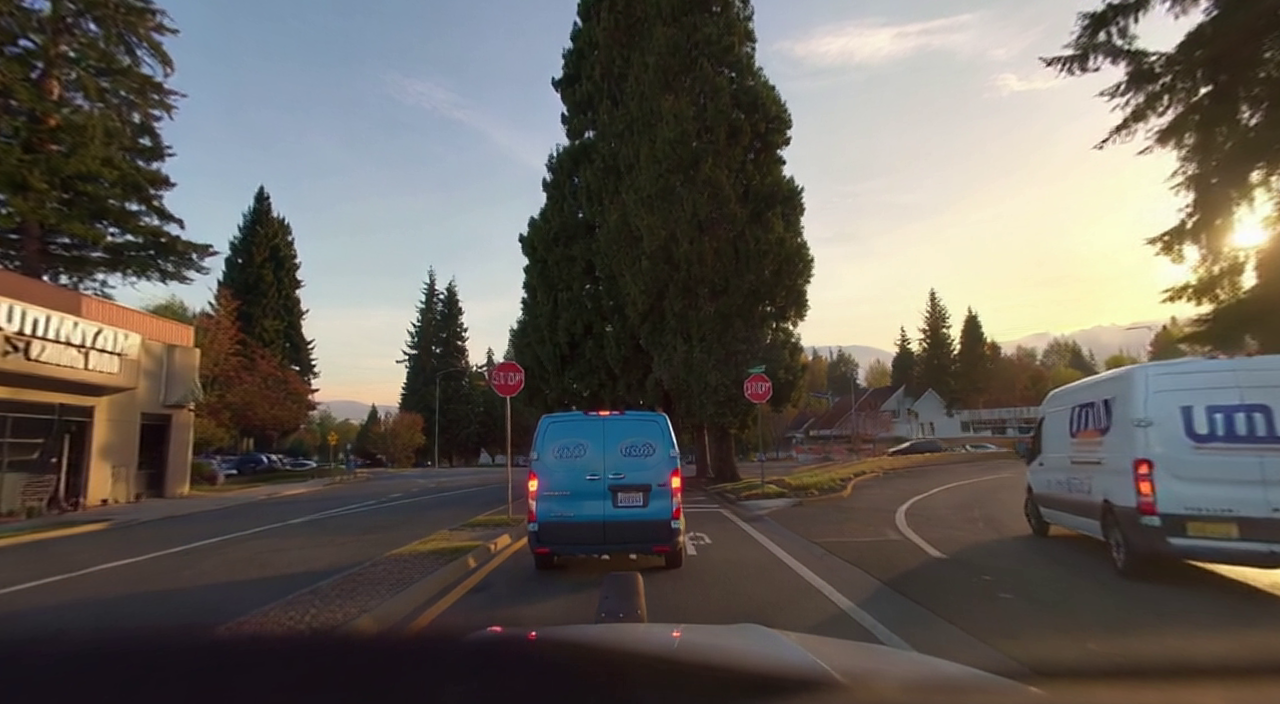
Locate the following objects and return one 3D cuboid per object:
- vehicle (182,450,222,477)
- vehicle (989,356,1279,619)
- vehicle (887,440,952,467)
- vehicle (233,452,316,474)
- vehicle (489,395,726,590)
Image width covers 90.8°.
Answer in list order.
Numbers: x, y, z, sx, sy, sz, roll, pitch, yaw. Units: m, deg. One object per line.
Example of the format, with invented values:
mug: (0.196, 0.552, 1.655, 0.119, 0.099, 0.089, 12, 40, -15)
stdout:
vehicle: (-29.842, 7.556, 43.140, 1.913, 1.682, 4.120, 5, -10, -31)
vehicle: (6.513, 1.529, 7.979, 2.385, 2.196, 5.640, -2, -9, 16)
vehicle: (18.493, 6.658, 41.691, 4.512, 1.659, 1.985, 7, -11, -38)
vehicle: (-25.951, 7.889, 45.047, 4.670, 1.472, 1.851, 1, -9, -8)
vehicle: (-0.235, 1.675, 8.333, 2.237, 1.828, 4.546, 0, -9, 2)
